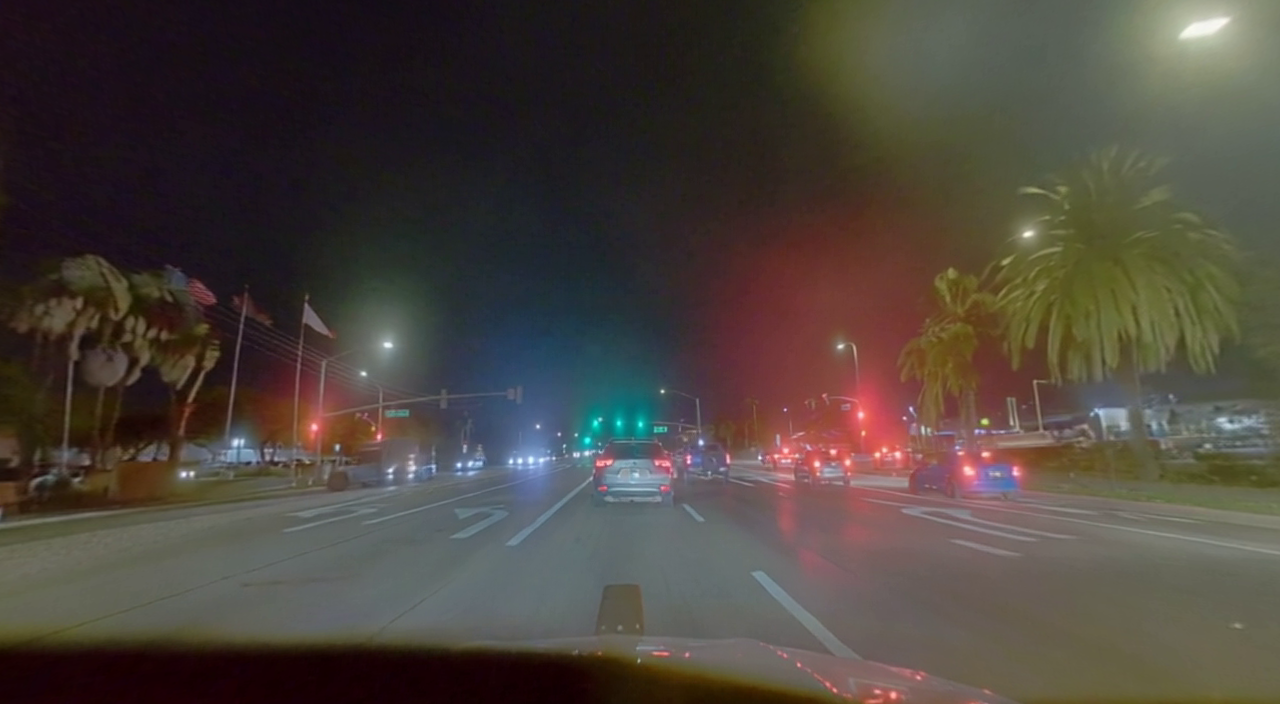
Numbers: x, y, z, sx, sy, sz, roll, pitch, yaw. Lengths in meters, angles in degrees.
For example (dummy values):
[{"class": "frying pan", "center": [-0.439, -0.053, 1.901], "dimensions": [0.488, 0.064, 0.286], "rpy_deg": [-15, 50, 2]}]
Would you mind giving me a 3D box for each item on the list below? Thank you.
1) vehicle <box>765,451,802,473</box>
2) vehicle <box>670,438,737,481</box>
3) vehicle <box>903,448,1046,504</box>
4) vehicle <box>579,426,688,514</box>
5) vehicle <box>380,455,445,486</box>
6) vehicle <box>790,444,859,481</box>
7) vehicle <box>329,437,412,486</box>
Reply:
[{"class": "vehicle", "center": [10.262, 7.895, 45.517], "dimensions": [1.855, 1.495, 4.143], "rpy_deg": [-1, -9, 3]}, {"class": "vehicle", "center": [3.183, 5.590, 33.271], "dimensions": [2.773, 2.021, 6.212], "rpy_deg": [0, -9, -1]}, {"class": "vehicle", "center": [9.918, 3.669, 19.184], "dimensions": [1.967, 1.485, 4.267], "rpy_deg": [0, -9, -1]}, {"class": "vehicle", "center": [-0.188, 2.962, 16.389], "dimensions": [2.402, 1.938, 4.535], "rpy_deg": [0, -9, -1]}, {"class": "vehicle", "center": [-12.211, 6.371, 34.200], "dimensions": [1.965, 1.475, 4.209], "rpy_deg": [0, -9, 0]}, {"class": "vehicle", "center": [9.802, 5.877, 33.932], "dimensions": [2.155, 1.779, 4.582], "rpy_deg": [0, -9, -2]}, {"class": "vehicle", "center": [-19.036, 7.755, 45.130], "dimensions": [2.901, 3.039, 7.160], "rpy_deg": [-3, -9, -1]}]
